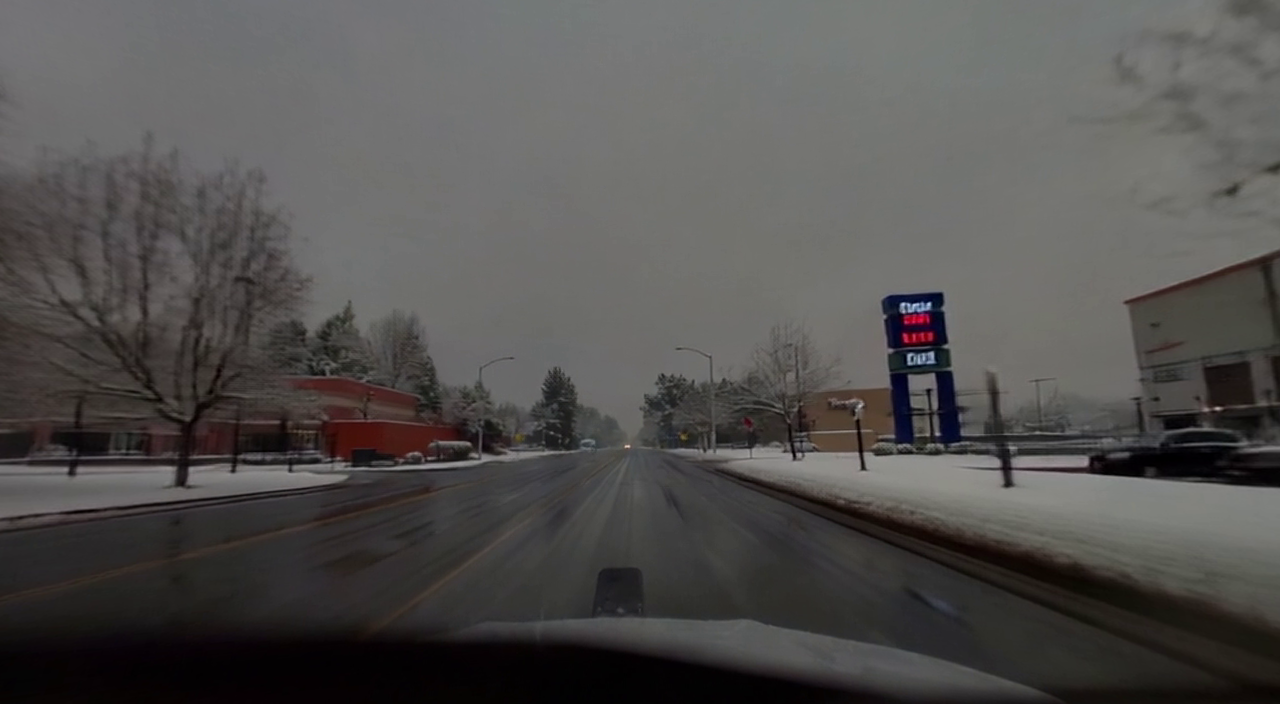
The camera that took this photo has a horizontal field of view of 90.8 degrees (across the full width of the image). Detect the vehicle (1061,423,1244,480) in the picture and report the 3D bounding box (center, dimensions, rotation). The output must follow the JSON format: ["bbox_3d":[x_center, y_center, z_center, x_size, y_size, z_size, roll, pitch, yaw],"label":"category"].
[{"bbox_3d":[16.059,3.125,19.965,4.035,1.704,1.950,0,-8,-1],"label":"vehicle"}]

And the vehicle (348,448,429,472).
[{"bbox_3d":[-17.192,7.380,43.398,4.658,1.544,2.056,0,-8,2],"label":"vehicle"}]
